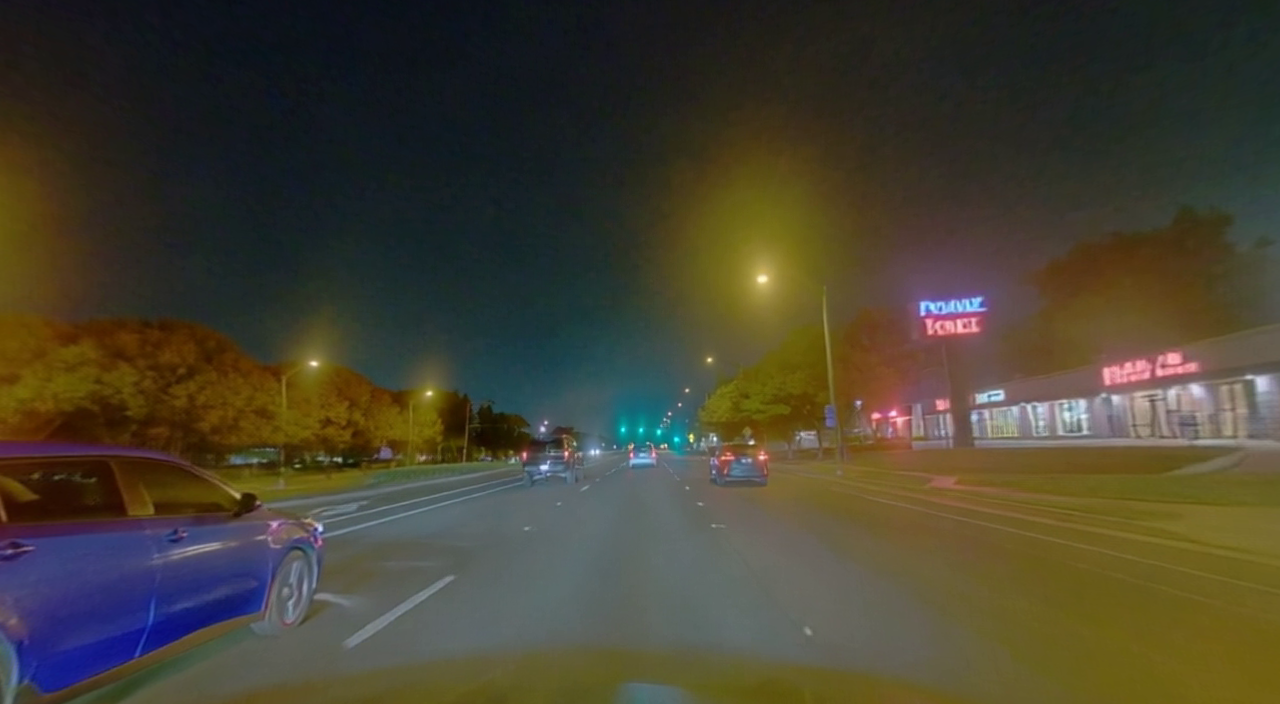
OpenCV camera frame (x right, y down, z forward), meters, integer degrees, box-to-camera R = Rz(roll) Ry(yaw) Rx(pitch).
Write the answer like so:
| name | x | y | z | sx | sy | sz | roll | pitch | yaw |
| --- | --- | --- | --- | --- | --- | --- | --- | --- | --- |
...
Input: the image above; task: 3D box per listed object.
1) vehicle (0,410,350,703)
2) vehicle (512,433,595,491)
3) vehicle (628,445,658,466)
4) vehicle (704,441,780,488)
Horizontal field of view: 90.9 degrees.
| name | x | y | z | sx | sy | sz | roll | pitch | yaw |
| --- | --- | --- | --- | --- | --- | --- | --- | --- | --- |
| vehicle | -3.266 | 0.974 | 2.431 | 1.956 | 1.460 | 4.802 | 0 | -8 | 1 |
| vehicle | -2.922 | 3.847 | 22.410 | 2.193 | 1.788 | 4.603 | 0 | -8 | 1 |
| vehicle | 0.187 | 7.476 | 45.835 | 2.069 | 1.445 | 3.965 | 0 | -8 | 0 |
| vehicle | 3.446 | 3.881 | 22.124 | 1.904 | 1.490 | 4.299 | 0 | -8 | 0 |
